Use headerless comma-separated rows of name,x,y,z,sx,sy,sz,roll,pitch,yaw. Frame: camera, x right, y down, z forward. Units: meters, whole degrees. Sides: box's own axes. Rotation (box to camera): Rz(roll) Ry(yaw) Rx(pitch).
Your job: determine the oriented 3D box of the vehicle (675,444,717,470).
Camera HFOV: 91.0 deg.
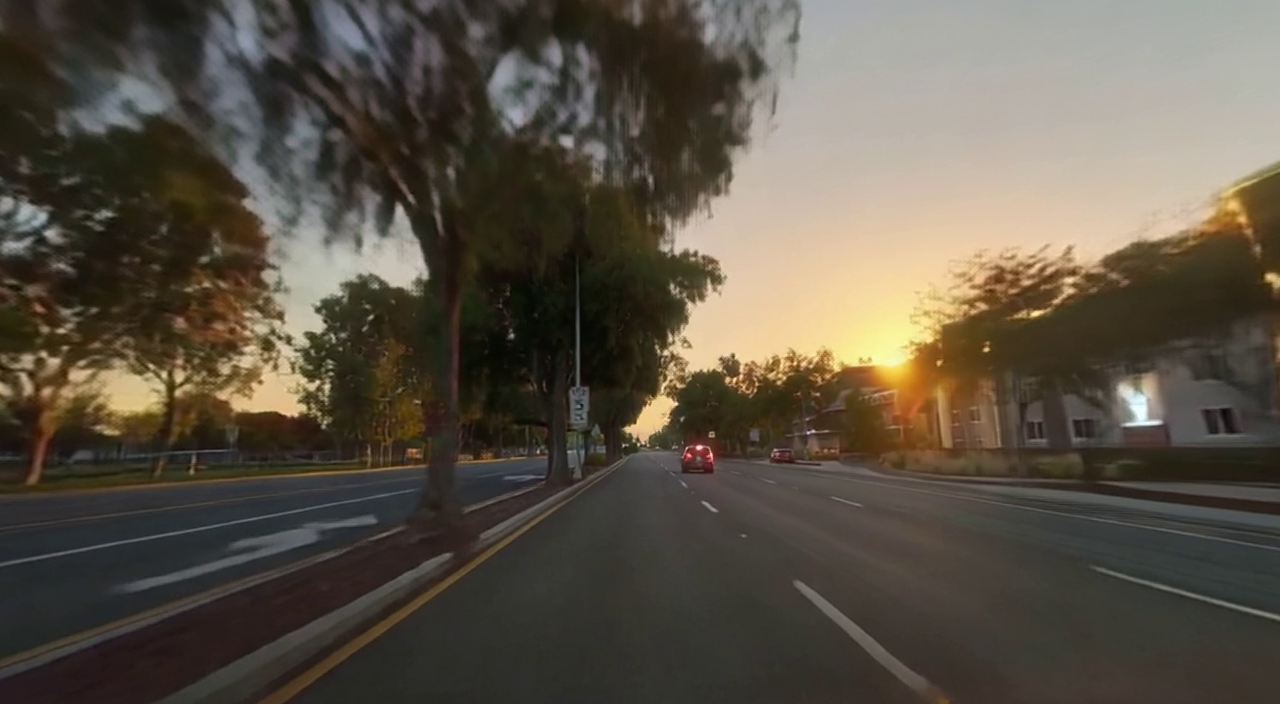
vehicle,3.359,6.412,38.679,2.015,1.479,4.444,0,-9,-2
